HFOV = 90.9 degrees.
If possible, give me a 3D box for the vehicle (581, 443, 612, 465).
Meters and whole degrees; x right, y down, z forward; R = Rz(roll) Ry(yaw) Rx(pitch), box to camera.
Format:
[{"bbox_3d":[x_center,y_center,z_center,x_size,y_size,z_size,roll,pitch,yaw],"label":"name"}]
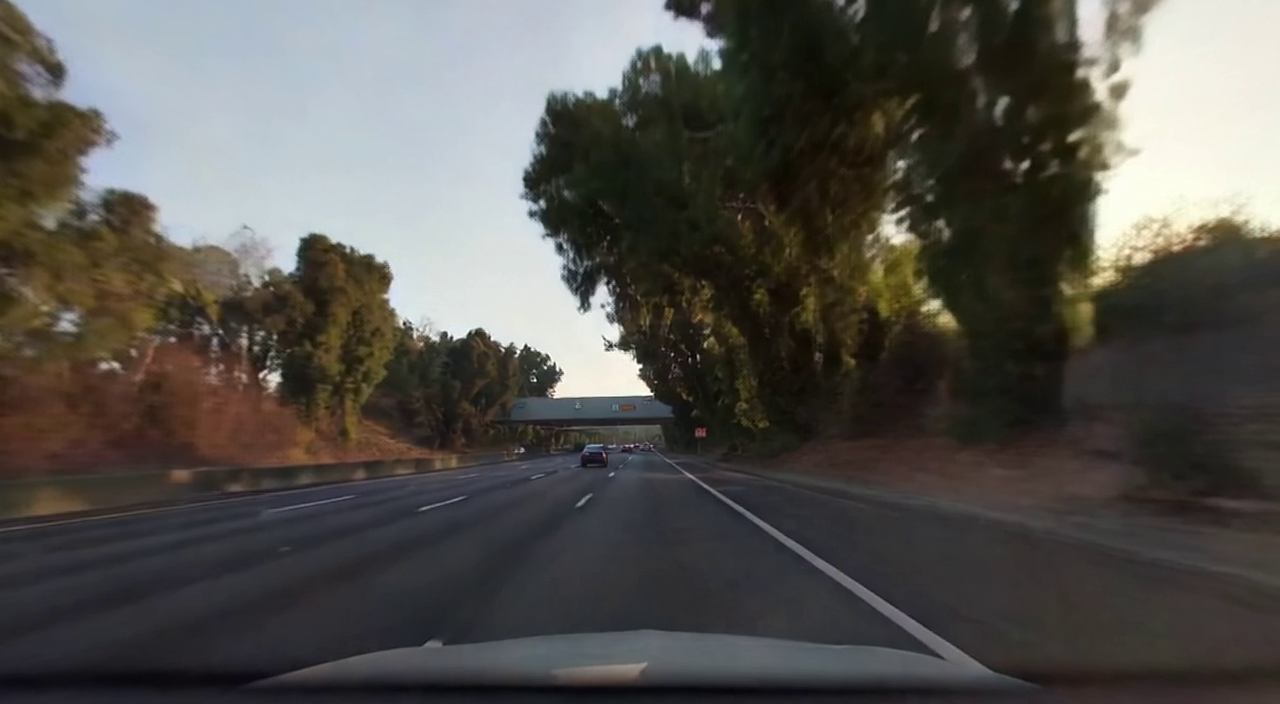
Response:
[{"bbox_3d":[-3.256,7.701,47.745,1.993,1.589,3.898,0,-8,0],"label":"vehicle"}]
